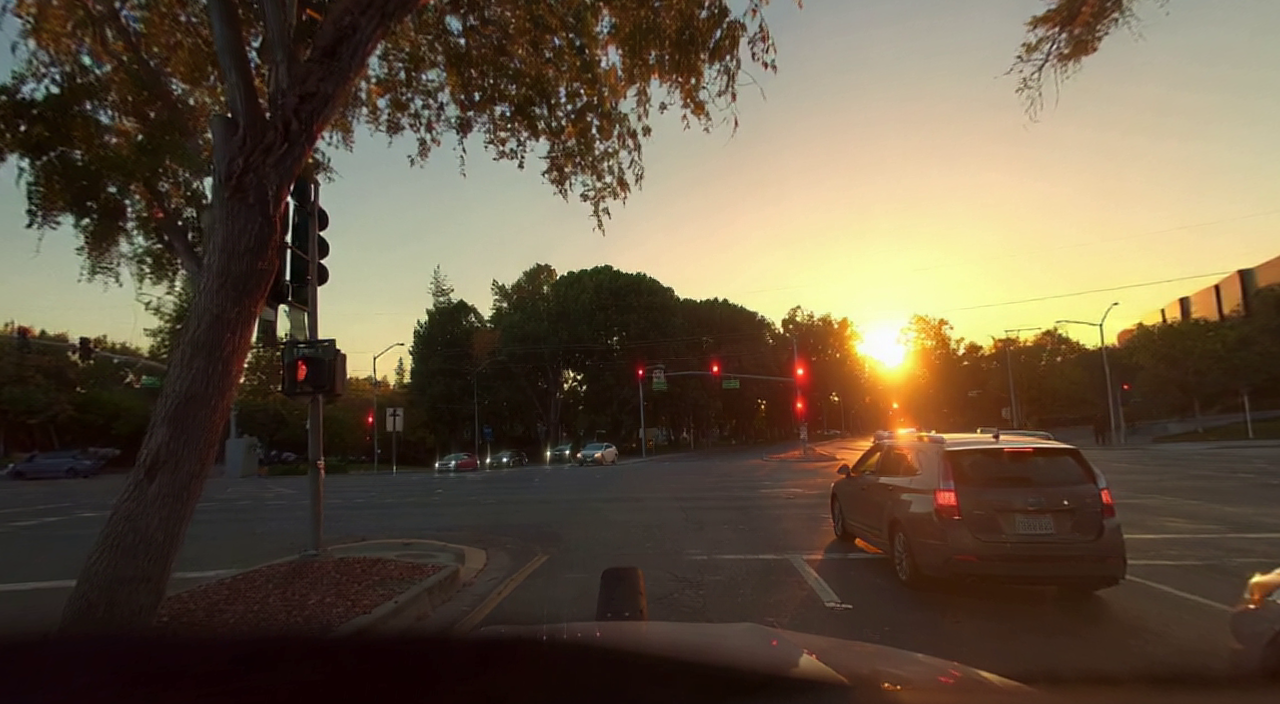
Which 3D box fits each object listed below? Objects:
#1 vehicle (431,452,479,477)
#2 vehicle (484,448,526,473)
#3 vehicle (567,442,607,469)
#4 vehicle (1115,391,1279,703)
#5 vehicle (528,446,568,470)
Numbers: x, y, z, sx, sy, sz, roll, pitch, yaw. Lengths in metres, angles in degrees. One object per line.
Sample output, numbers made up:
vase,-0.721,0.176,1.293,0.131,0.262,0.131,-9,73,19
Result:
vehicle,-13.421,8.166,45.972,2.101,1.637,4.304,0,-9,1
vehicle,-9.793,7.843,45.936,2.064,1.725,4.243,0,-9,1
vehicle,-3.595,7.143,43.633,2.215,1.732,4.684,-1,-9,2
vehicle,3.046,0.621,0.427,1.978,1.468,4.544,0,-9,2
vehicle,-6.567,7.617,45.494,2.126,1.657,4.307,-1,-9,2
